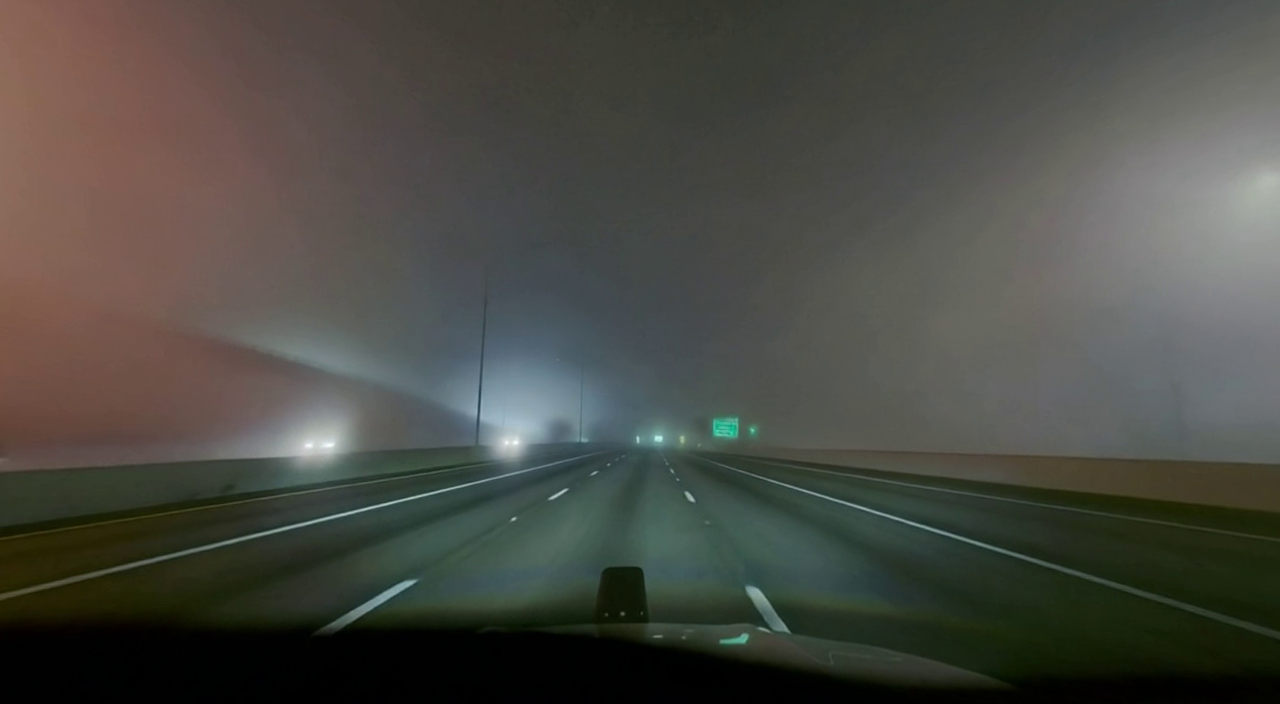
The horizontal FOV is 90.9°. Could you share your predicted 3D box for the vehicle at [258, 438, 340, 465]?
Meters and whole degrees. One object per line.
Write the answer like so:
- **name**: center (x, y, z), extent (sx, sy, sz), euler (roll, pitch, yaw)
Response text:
- **vehicle**: center (-19.892, 5.832, 37.074), extent (2.045, 1.465, 4.739), euler (-1, -8, 2)
